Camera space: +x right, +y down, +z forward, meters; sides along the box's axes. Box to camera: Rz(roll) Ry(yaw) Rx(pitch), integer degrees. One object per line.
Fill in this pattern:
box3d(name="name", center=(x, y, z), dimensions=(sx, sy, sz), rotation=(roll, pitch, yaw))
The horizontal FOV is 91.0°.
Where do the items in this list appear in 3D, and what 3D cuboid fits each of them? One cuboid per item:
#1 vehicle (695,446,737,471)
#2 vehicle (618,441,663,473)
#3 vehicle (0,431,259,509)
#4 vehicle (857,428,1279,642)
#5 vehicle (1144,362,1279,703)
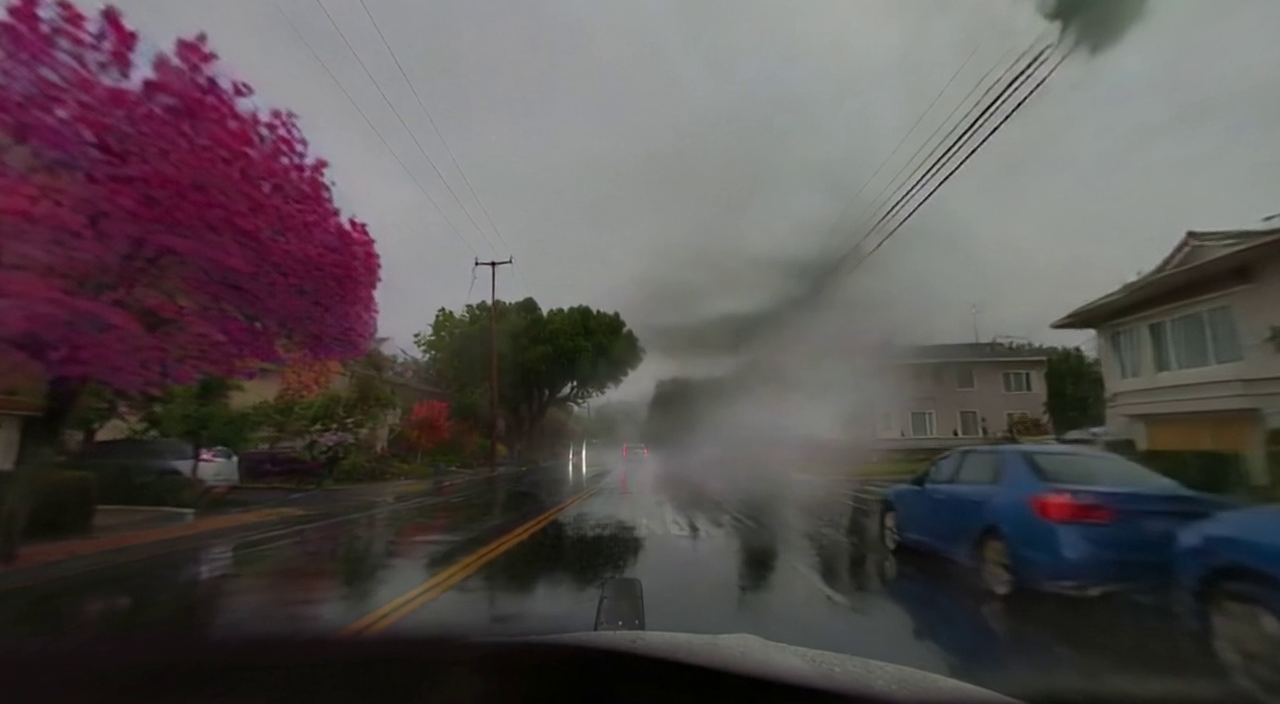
box3d(name="vehicle", center=(4.697, 6.679, 39.806), dimensions=(1.977, 1.481, 5.155), rotation=(0, -8, 0))
box3d(name="vehicle", center=(0.037, 5.272, 31.715), dimensions=(2.104, 1.500, 3.815), rotation=(0, -8, 0))
box3d(name="vehicle", center=(-15.597, 3.628, 19.408), dimensions=(6.278, 1.911, 2.173), rotation=(-3, -10, 0))
box3d(name="vehicle", center=(4.044, 1.664, 6.816), dimensions=(1.899, 1.547, 4.259), rotation=(0, -8, 1))
box3d(name="vehicle", center=(4.121, 0.705, 1.247), dimensions=(2.100, 1.830, 5.040), rotation=(0, -8, 1))
